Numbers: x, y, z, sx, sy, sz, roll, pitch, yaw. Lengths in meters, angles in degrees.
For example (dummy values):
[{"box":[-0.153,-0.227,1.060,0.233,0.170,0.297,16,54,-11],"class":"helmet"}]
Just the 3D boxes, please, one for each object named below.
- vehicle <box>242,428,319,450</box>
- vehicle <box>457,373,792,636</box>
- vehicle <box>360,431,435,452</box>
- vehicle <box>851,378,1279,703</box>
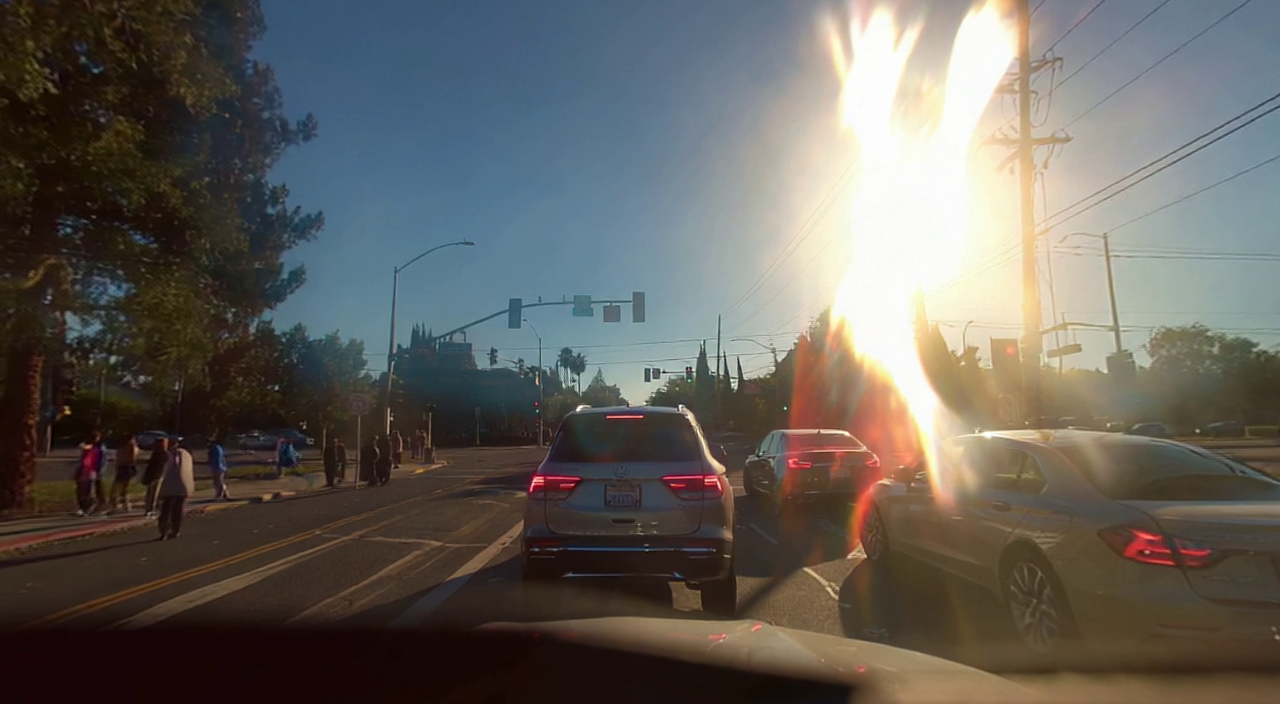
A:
[{"box":[-26.852,6.524,47.203,4.587,1.639,1.878,0,-8,0],"class":"vehicle"},{"box":[-0.142,1.357,6.597,2.271,1.786,4.443,0,-8,-1],"class":"vehicle"},{"box":[-17.768,6.554,46.354,4.607,1.478,1.995,0,-8,0],"class":"vehicle"},{"box":[3.554,1.298,5.554,1.948,1.677,4.437,0,-8,2],"class":"vehicle"}]
